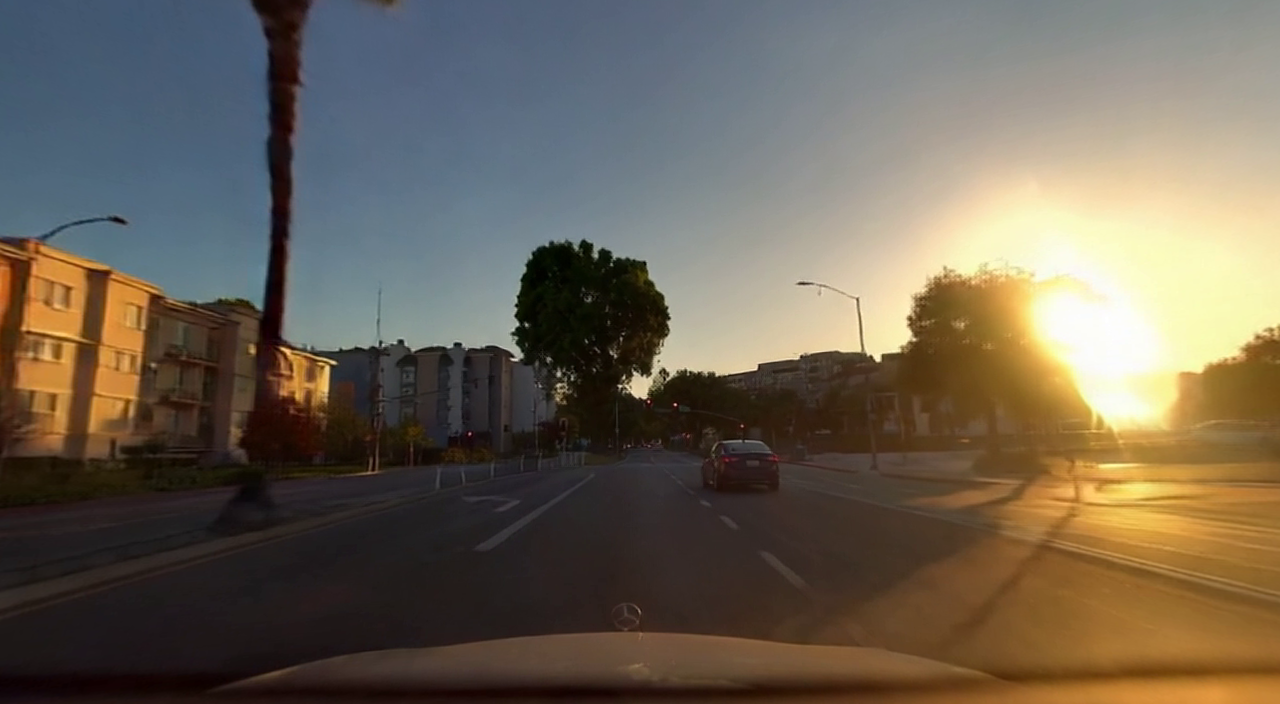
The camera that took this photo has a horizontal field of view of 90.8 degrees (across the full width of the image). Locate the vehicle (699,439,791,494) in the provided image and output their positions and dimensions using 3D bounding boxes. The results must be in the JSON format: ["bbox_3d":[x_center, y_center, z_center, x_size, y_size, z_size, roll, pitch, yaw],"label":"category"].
[{"bbox_3d":[3.014,3.394,19.160,1.964,1.448,4.295,0,-8,-1],"label":"vehicle"}]

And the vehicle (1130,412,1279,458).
[{"bbox_3d":[22.898,3.406,25.758,4.077,1.771,2.032,0,-8,0],"label":"vehicle"}]
